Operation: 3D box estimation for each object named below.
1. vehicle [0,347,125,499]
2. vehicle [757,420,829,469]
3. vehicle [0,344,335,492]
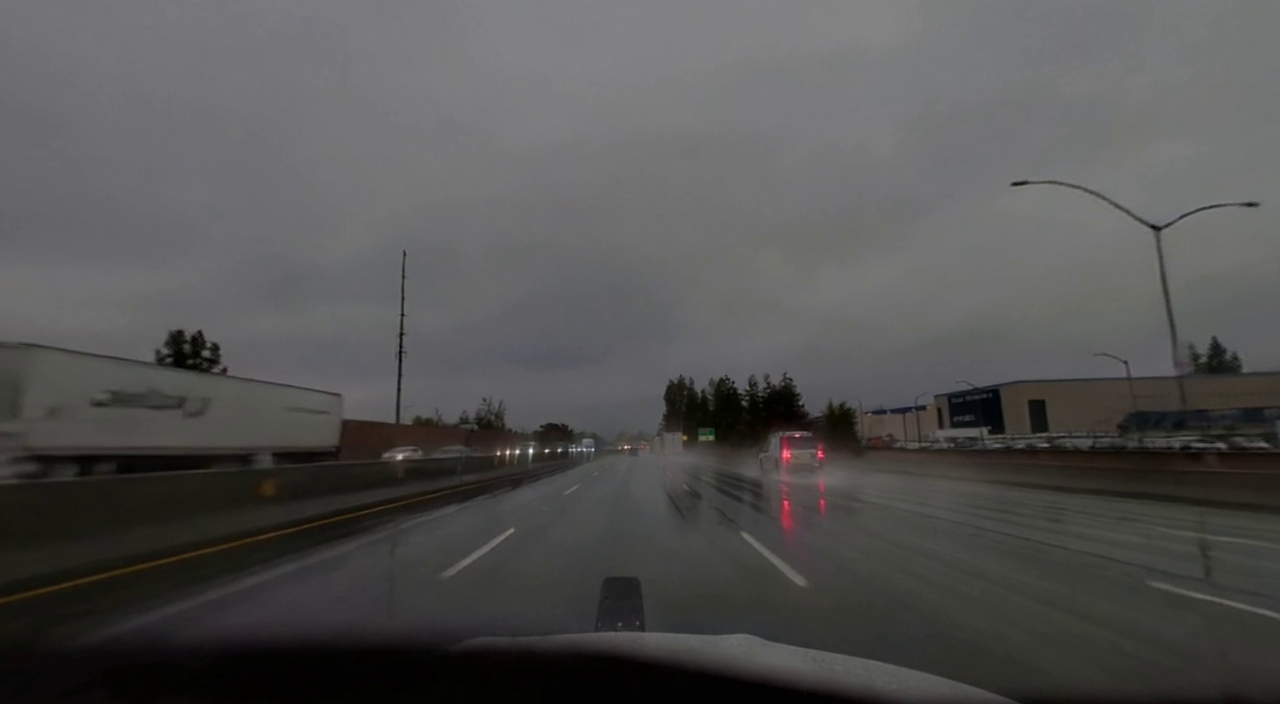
[{"bbox_3d":[-17.471,1.668,15.047,3.000,3.731,8.444,0,-9,1],"label":"vehicle"},{"bbox_3d":[11.105,6.910,47.027,2.912,3.293,9.588,0,-9,0],"label":"vehicle"},{"bbox_3d":[-17.343,2.930,24.662,3.059,3.950,15.669,0,-9,0],"label":"vehicle"}]
